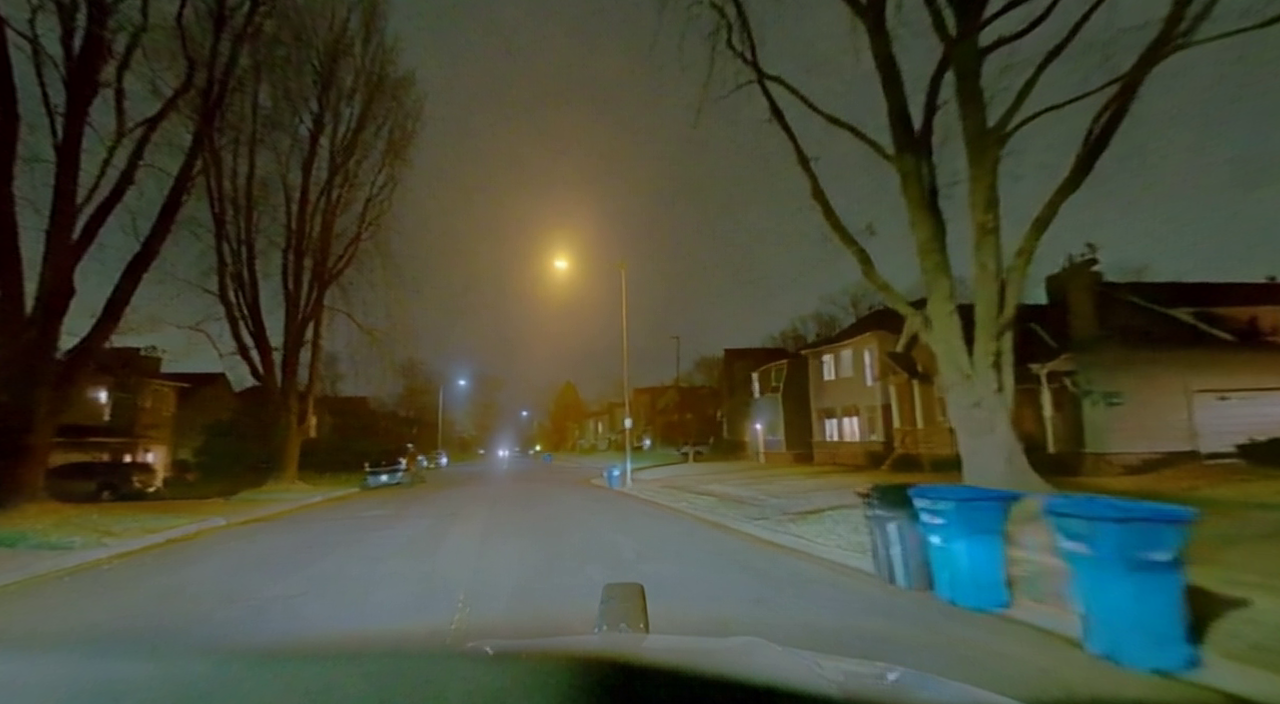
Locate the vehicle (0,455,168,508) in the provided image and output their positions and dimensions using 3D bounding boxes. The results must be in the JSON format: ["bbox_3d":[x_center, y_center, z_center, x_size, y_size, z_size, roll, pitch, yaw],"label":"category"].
[{"bbox_3d":[-19.008,4.323,21.104,4.617,1.491,1.953,-1,-10,-10],"label":"vehicle"}]

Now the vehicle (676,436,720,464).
[{"bbox_3d":[4.177,7.151,46.341,1.936,1.687,4.714,-3,-6,-11],"label":"vehicle"}]

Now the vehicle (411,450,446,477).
[{"bbox_3d":[-15.551,8.198,46.482,1.945,1.530,4.430,-3,-6,-13],"label":"vehicle"}]

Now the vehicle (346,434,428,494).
[{"bbox_3d":[-11.662,5.130,29.551,2.223,2.115,5.707,7,-6,-10],"label":"vehicle"}]
